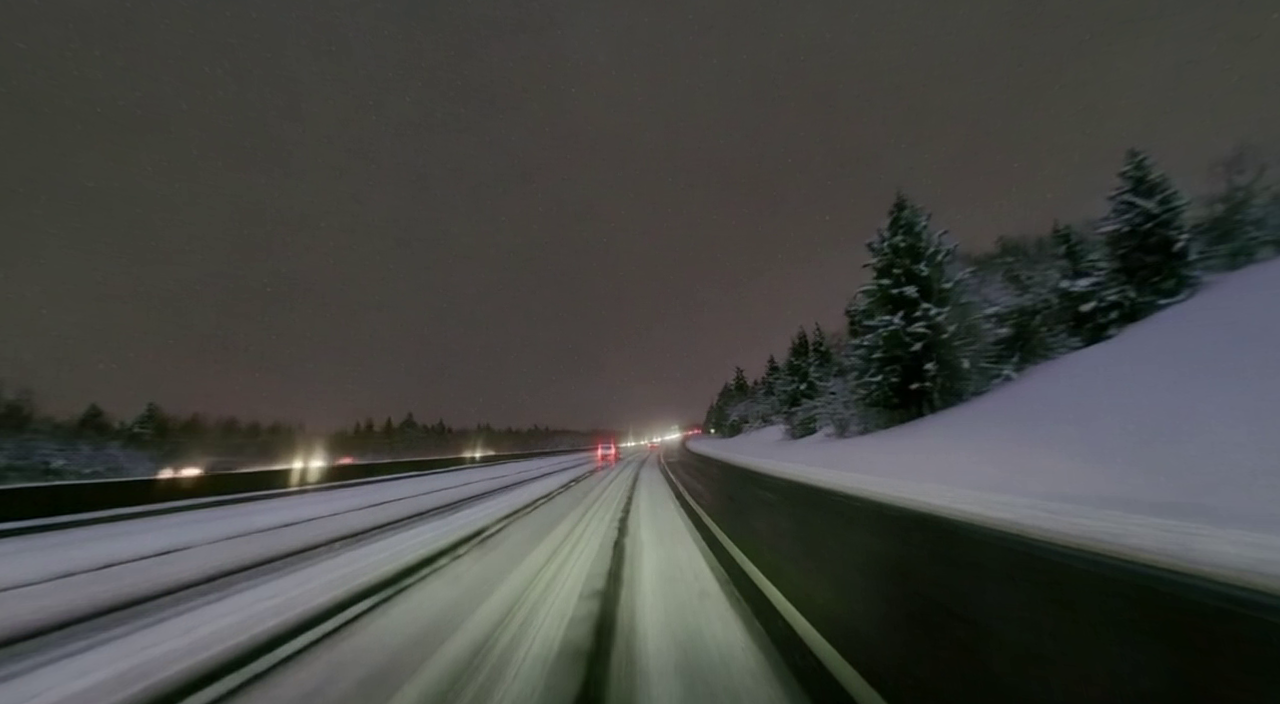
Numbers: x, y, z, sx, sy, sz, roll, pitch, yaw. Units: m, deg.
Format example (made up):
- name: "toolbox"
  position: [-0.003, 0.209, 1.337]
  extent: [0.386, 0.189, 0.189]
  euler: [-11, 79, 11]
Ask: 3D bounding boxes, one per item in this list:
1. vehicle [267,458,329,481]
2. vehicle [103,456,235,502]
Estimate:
- name: "vehicle"
  position: [-24.460, 8.404, 44.993]
  extent: [1.847, 1.519, 4.339]
  euler: [0, -9, 1]
- name: "vehicle"
  position: [-20.135, 5.431, 27.119]
  extent: [1.966, 1.737, 4.642]
  euler: [0, -9, 1]
